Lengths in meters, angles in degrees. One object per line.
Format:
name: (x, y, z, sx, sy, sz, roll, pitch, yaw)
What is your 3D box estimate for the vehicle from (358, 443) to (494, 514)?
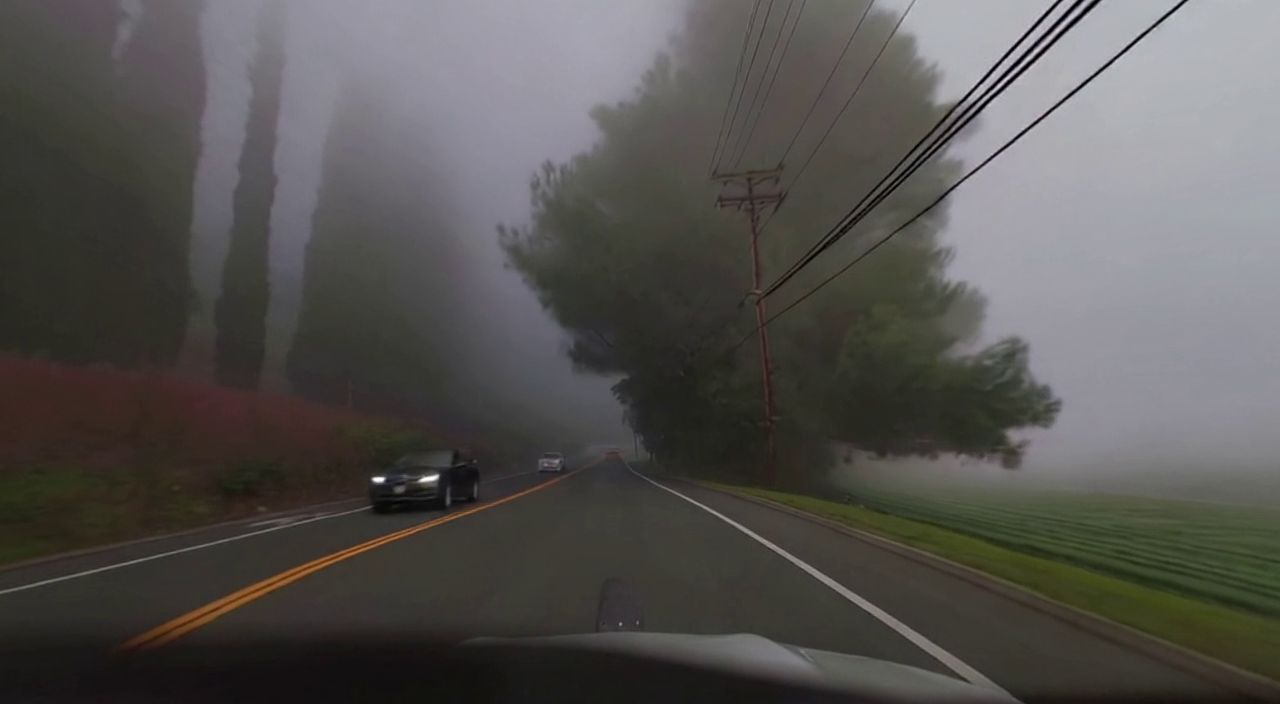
vehicle: (-5.653, 3.360, 17.415, 2.121, 1.653, 4.510, 0, -8, 0)
